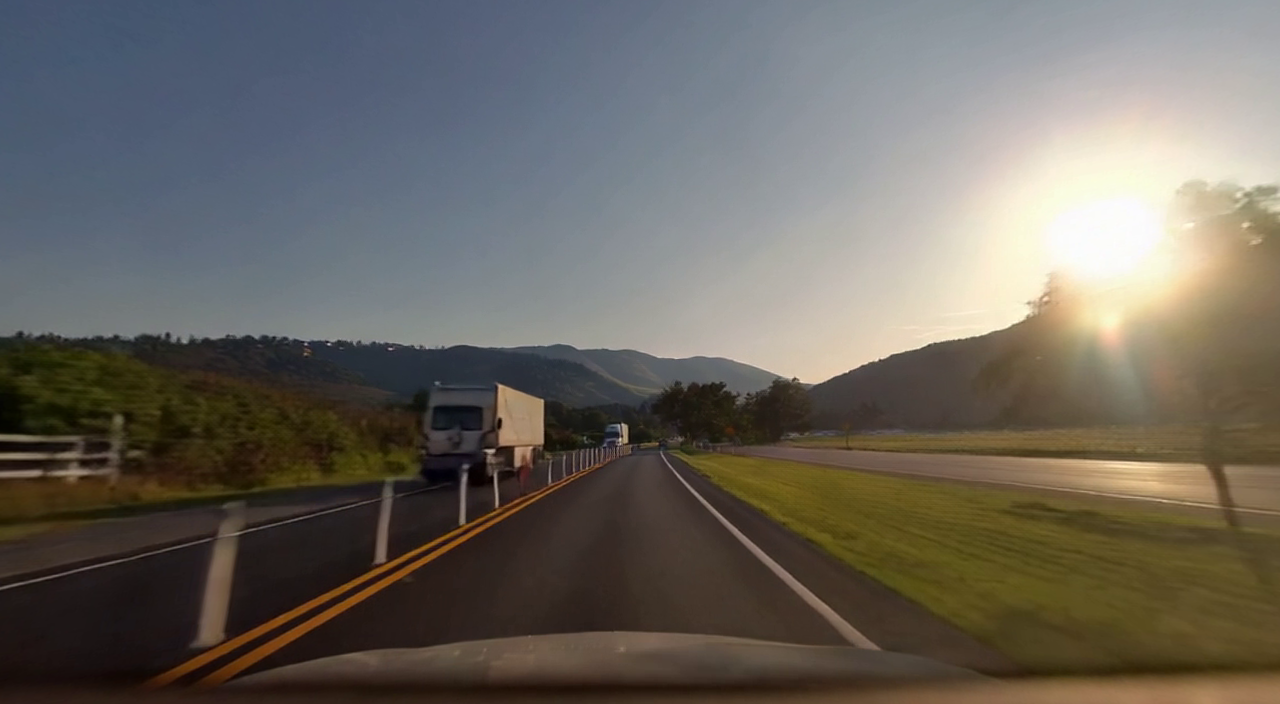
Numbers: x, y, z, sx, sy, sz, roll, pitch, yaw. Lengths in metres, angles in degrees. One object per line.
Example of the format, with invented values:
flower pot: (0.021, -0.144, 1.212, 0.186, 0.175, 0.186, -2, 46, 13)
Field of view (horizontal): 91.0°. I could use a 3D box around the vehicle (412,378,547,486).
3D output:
vehicle: (-5.815, 3.216, 24.734, 2.751, 3.436, 8.990, -1, -8, 1)
